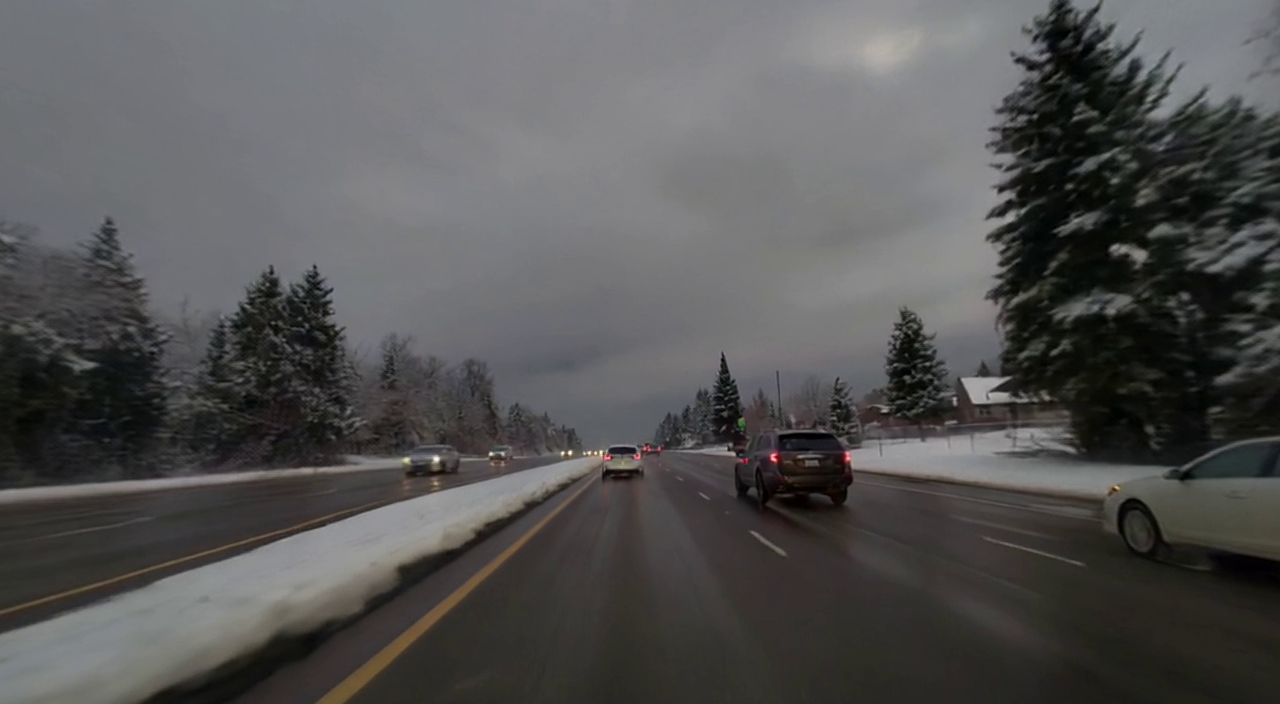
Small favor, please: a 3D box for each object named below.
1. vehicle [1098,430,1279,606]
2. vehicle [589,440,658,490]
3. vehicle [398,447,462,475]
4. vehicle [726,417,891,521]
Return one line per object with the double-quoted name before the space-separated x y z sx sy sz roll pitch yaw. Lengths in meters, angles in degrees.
"vehicle" 6.601 1.339 4.951 2.434 1.467 4.726 0 -8 -1
"vehicle" -0.502 3.640 20.689 2.040 1.451 3.736 0 -9 0
"vehicle" -11.486 5.972 34.911 2.022 1.447 4.427 0 -8 0
"vehicle" 3.322 2.421 13.589 2.186 1.842 4.553 0 -9 -1
